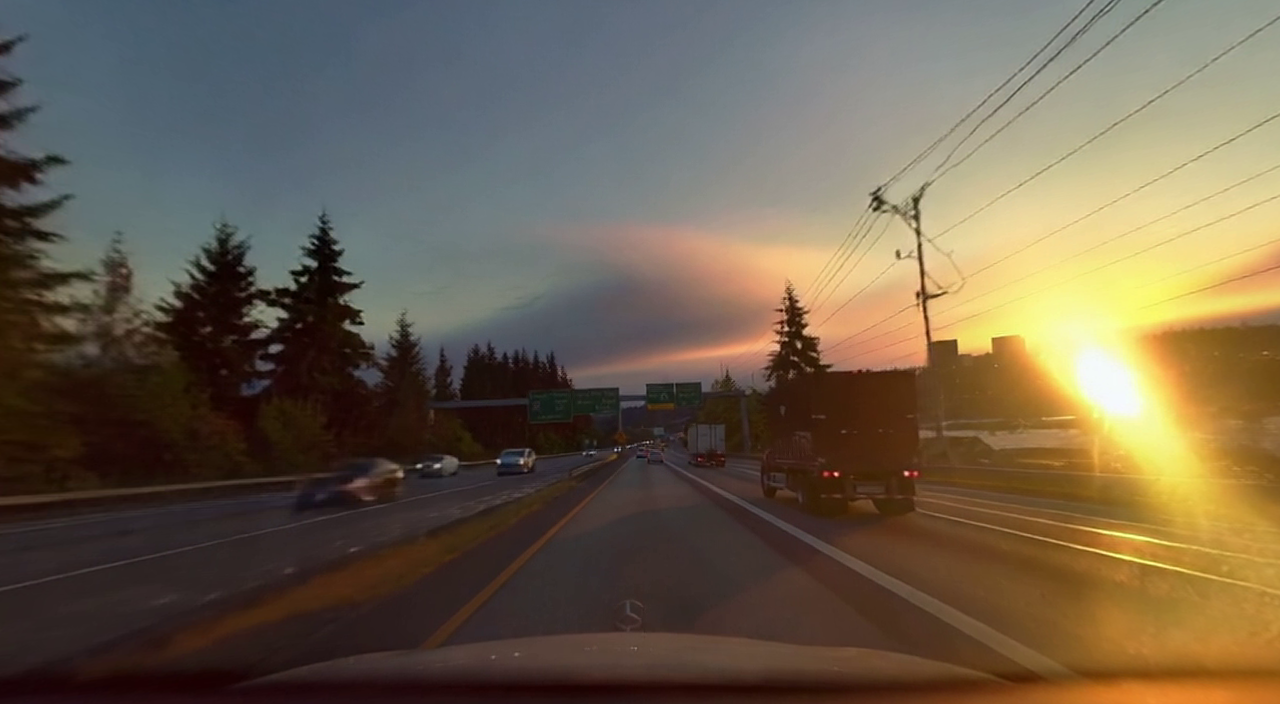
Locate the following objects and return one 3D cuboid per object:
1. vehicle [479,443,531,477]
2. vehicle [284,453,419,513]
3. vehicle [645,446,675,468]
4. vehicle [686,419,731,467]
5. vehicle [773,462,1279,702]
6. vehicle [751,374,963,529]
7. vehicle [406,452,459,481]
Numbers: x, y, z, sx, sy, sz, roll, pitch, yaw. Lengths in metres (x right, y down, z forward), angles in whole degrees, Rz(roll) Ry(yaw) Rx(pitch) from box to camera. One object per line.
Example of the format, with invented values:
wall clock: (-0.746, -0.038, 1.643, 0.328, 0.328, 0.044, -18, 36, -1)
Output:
vehicle: (-8.718, 6.960, 41.039, 2.174, 1.978, 5.226, -2, -9, 1)
vehicle: (-8.579, 3.907, 19.280, 1.943, 1.467, 4.591, -2, -9, 1)
vehicle: (1.406, 7.589, 45.711, 2.049, 1.500, 3.790, 0, -9, 1)
vehicle: (5.075, 6.959, 48.012, 2.743, 3.367, 7.306, 0, -9, 1)
vehicle: (4.574, 2.125, 8.318, 2.472, 1.036, 13.239, 0, -9, -2)
vehicle: (4.449, 2.238, 14.453, 2.569, 2.783, 5.984, 0, -9, -1)
vehicle: (-12.672, 6.998, 38.674, 1.873, 1.559, 3.979, -3, -9, 1)
